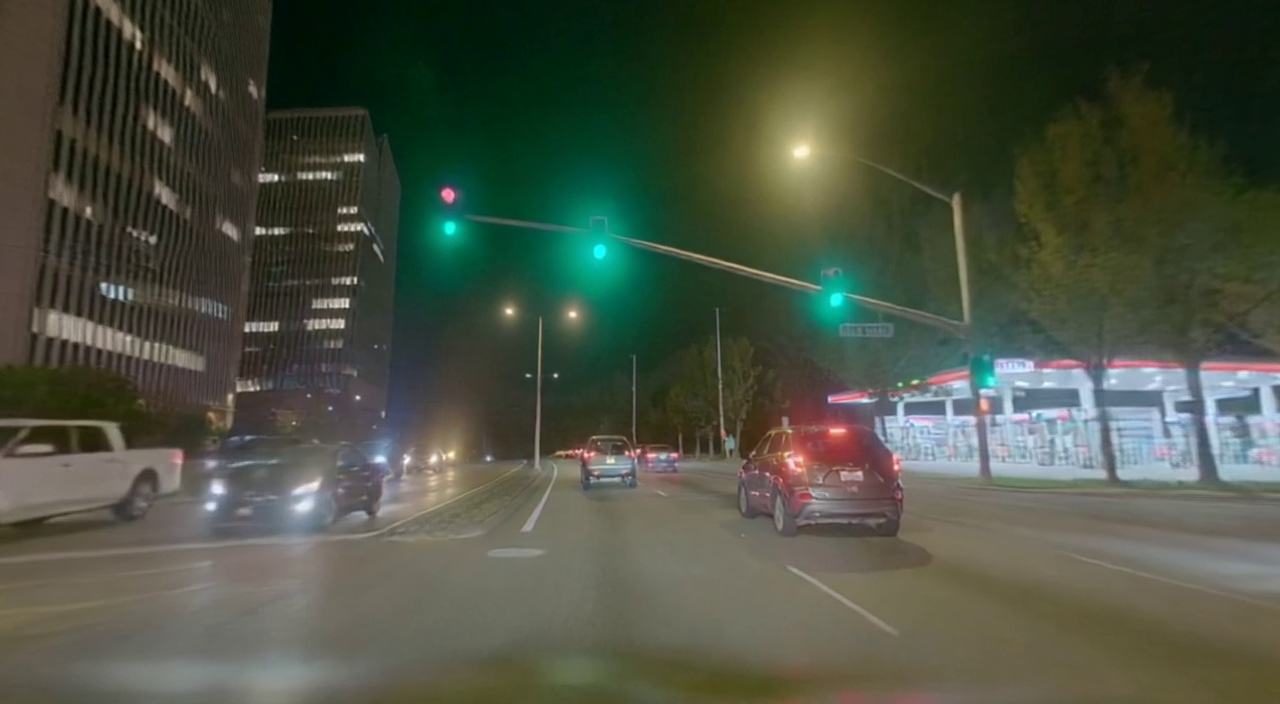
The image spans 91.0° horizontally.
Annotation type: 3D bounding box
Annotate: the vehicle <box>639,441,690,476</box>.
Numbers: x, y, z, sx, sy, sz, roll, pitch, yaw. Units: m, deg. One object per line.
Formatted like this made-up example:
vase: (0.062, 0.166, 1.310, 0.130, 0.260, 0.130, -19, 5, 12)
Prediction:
vehicle: (1.114, 5.104, 30.479, 1.800, 1.592, 3.658, 1, -8, -8)

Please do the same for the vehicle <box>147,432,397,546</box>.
vehicle: (-5.775, 2.151, 10.676, 1.987, 1.505, 4.337, 1, -8, -6)

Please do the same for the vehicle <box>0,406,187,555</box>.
vehicle: (-8.743, 1.717, 8.736, 1.992, 1.755, 4.283, 1, -8, -6)

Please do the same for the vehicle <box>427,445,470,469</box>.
vehicle: (-12.351, 6.742, 40.849, 1.872, 1.439, 4.507, 1, -8, -7)

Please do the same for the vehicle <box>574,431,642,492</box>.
vehicle: (-1.159, 3.578, 20.993, 2.051, 1.798, 4.168, 1, -8, -6)

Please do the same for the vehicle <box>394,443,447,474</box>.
vehicle: (-11.002, 5.354, 31.796, 1.665, 1.442, 3.720, 1, -8, -6)

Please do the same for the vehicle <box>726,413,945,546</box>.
vehicle: (2.910, 2.003, 10.546, 2.000, 1.745, 4.206, 1, -8, -5)
